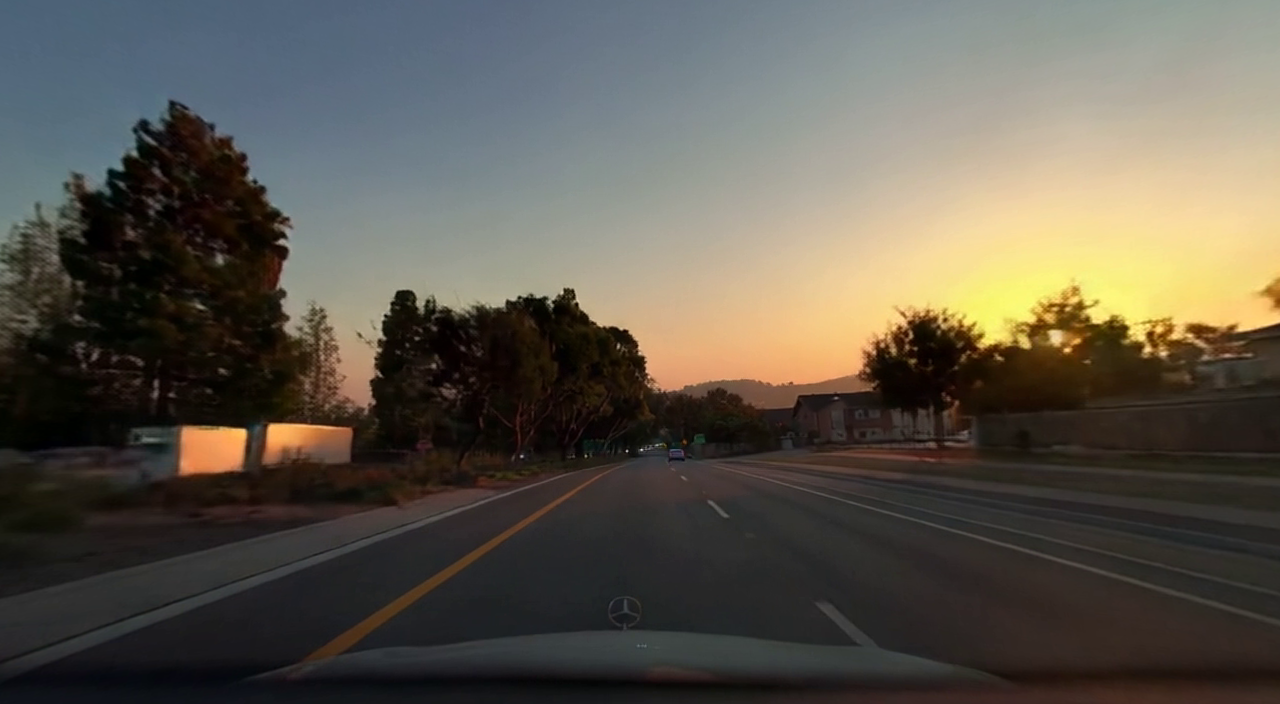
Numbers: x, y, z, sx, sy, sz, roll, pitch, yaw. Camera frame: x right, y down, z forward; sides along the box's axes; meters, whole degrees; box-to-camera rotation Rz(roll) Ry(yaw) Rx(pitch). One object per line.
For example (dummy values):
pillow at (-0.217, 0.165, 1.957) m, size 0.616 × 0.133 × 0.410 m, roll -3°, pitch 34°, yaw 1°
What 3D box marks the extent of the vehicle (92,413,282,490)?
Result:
vehicle at (-22.587, 5.067, 32.379) m, size 3.178 × 3.344 × 8.688 m, roll 0°, pitch -9°, yaw 0°
